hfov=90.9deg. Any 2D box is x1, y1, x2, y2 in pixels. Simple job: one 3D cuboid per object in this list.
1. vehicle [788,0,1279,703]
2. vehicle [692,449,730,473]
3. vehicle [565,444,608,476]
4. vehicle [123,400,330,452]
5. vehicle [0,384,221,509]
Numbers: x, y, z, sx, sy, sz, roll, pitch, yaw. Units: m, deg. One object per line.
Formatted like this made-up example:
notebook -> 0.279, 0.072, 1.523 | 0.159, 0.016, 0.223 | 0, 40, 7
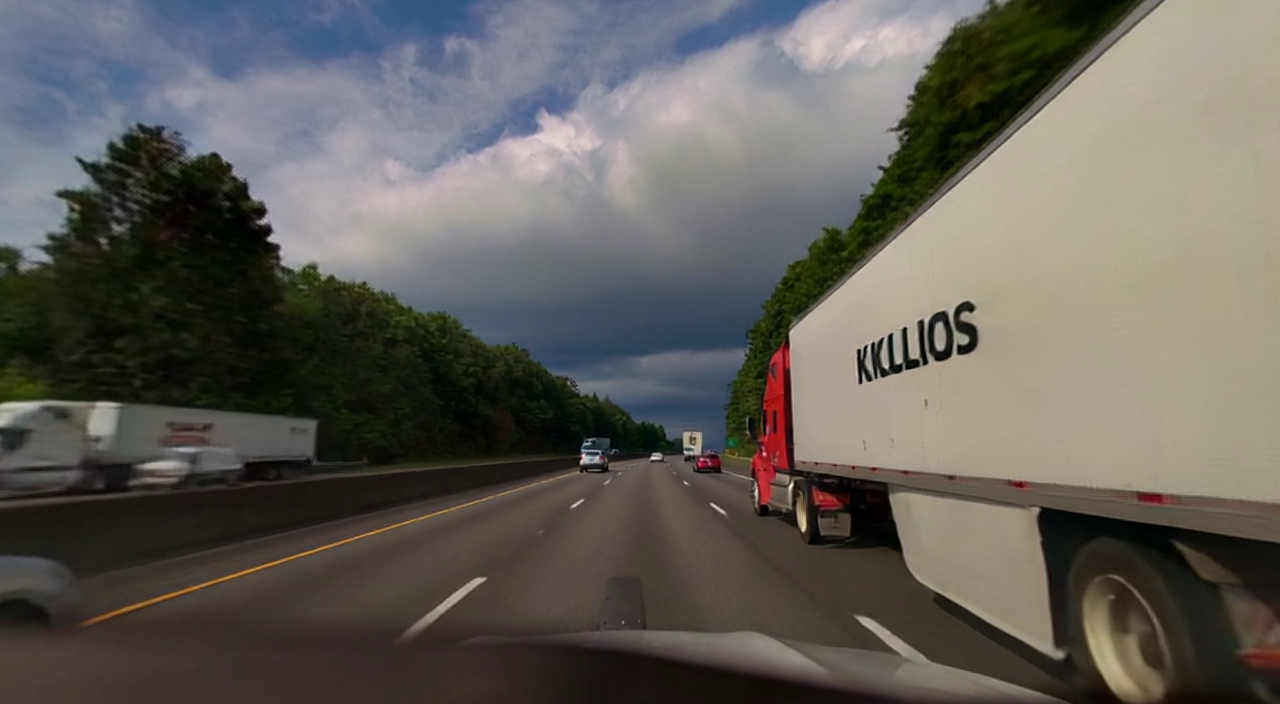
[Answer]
vehicle -> 4.339, 0.298, 6.631 | 2.914, 3.998, 11.103 | 0, -9, 0
vehicle -> 4.926, 7.614, 44.204 | 2.176, 1.598, 3.878 | 0, -9, 0
vehicle -> -2.971, 6.156, 35.952 | 2.017, 1.683, 4.309 | 0, -9, 1
vehicle -> -20.139, 3.857, 32.214 | 2.889, 2.056, 11.964 | -2, -7, -1
vehicle -> -20.170, 3.374, 22.262 | 2.915, 3.605, 11.295 | 0, -9, 0
